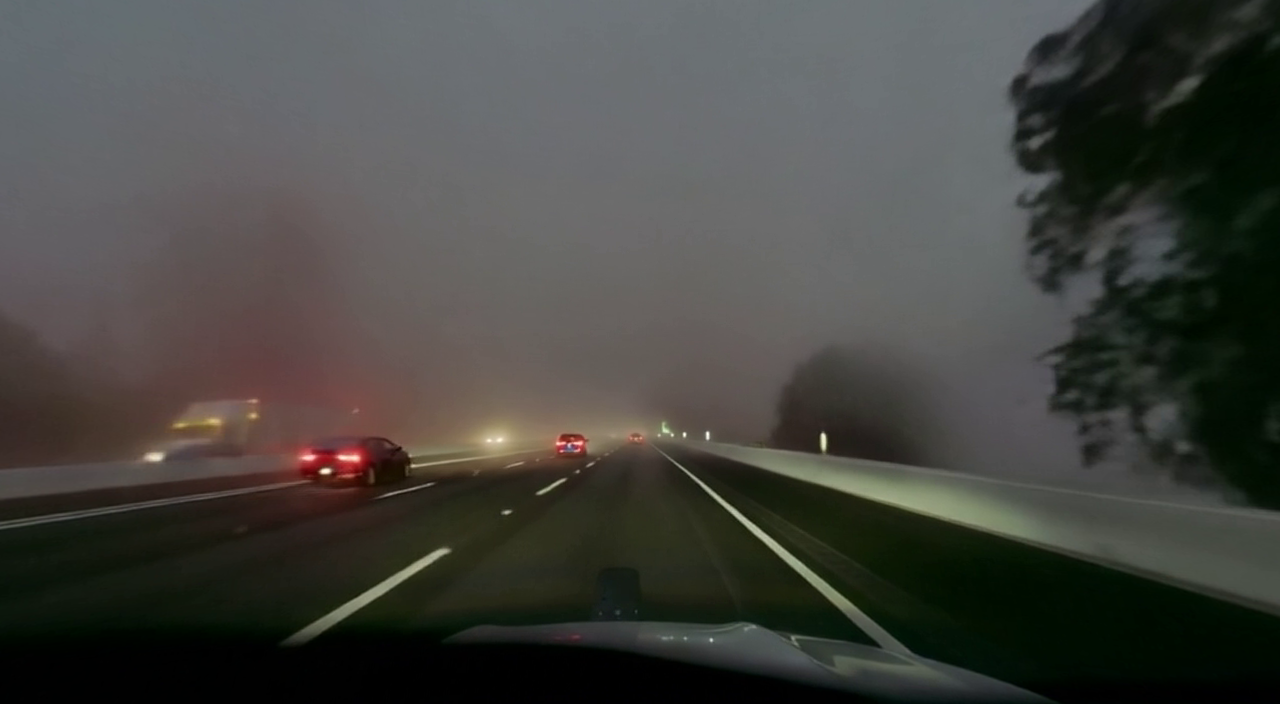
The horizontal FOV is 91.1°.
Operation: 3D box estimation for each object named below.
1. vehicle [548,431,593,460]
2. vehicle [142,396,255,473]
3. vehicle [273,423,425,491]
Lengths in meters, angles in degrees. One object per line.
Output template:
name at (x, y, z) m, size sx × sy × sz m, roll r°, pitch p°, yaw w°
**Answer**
vehicle at (-3.940, 5.407, 36.466) m, size 2.064 × 1.571 × 4.225 m, roll 0°, pitch -8°, yaw 1°
vehicle at (-24.960, 4.662, 35.874) m, size 2.937 × 4.060 × 4.499 m, roll 0°, pitch -7°, yaw 0°
vehicle at (-7.862, 2.856, 17.557) m, size 2.113 × 1.632 × 4.409 m, roll 0°, pitch -8°, yaw 0°
